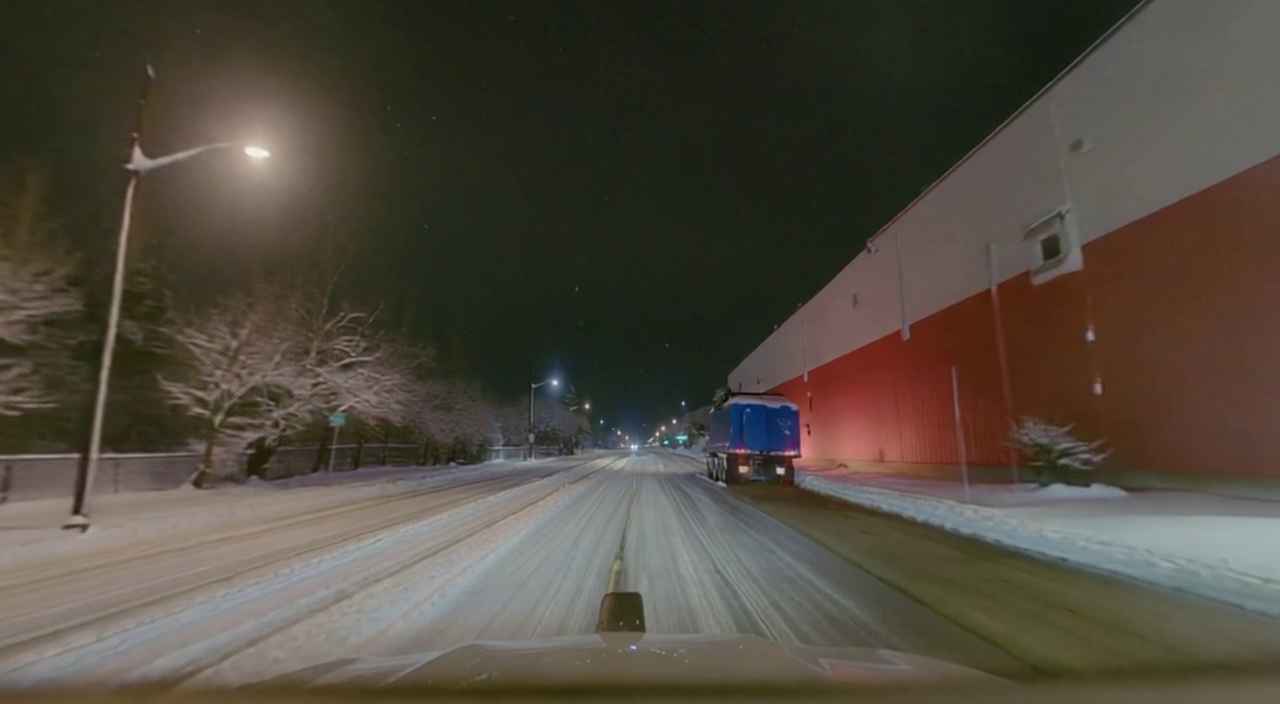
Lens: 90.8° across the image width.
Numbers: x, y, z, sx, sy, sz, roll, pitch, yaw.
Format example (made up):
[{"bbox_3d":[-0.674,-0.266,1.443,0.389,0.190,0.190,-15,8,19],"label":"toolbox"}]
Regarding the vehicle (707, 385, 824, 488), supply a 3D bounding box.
[{"bbox_3d":[4.382,3.185,23.646,3.019,3.303,6.252,0,-8,-1],"label":"vehicle"}]
